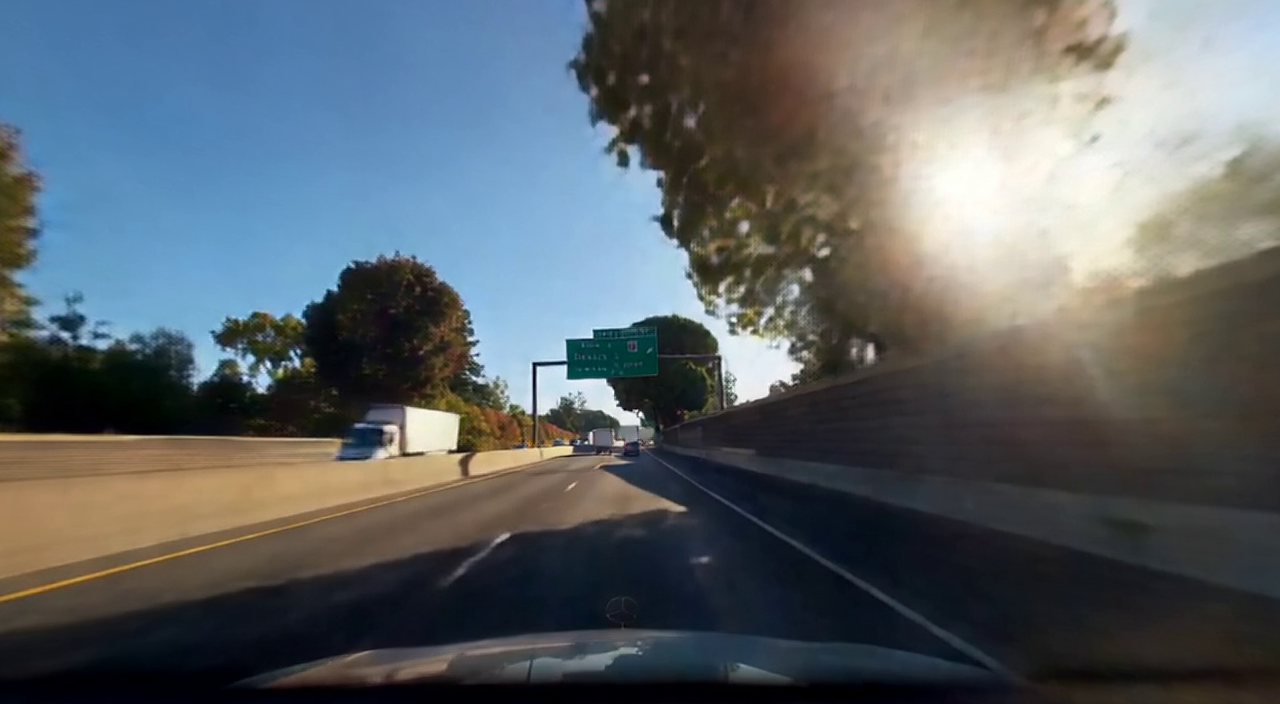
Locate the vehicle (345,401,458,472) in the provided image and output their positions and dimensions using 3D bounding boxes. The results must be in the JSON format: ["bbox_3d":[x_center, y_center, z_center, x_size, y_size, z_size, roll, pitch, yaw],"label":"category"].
[{"bbox_3d":[-14.786,5.485,40.458,2.855,3.907,11.604,0,-8,-1],"label":"vehicle"}]
